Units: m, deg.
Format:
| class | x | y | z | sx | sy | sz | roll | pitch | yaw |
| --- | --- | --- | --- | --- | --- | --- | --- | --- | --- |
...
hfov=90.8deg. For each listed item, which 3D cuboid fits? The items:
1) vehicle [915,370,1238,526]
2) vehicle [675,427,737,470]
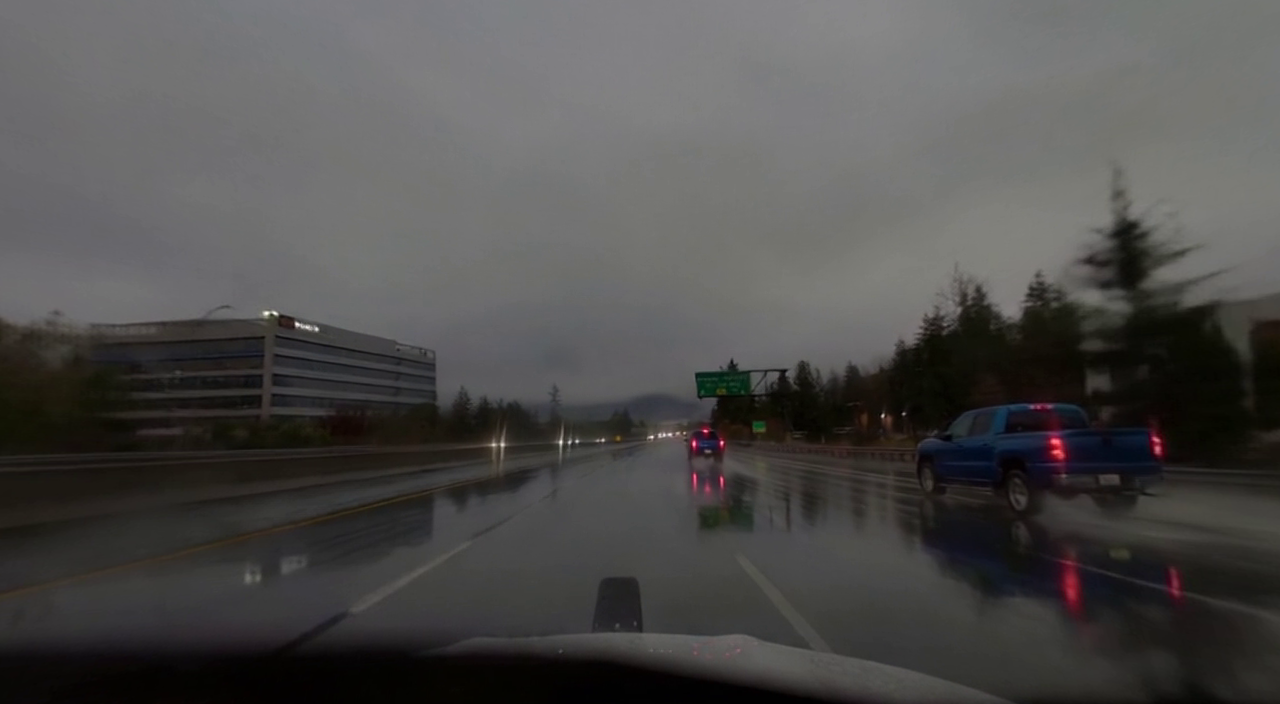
| class | x | y | z | sx | sy | sz | roll | pitch | yaw |
| --- | --- | --- | --- | --- | --- | --- | --- | --- | --- |
| vehicle | 7.580 | 1.798 | 12.002 | 2.158 | 2.268 | 5.396 | 0 | -9 | -1 |
| vehicle | 3.217 | 4.868 | 31.954 | 2.462 | 1.984 | 4.718 | 0 | -8 | -2 |
